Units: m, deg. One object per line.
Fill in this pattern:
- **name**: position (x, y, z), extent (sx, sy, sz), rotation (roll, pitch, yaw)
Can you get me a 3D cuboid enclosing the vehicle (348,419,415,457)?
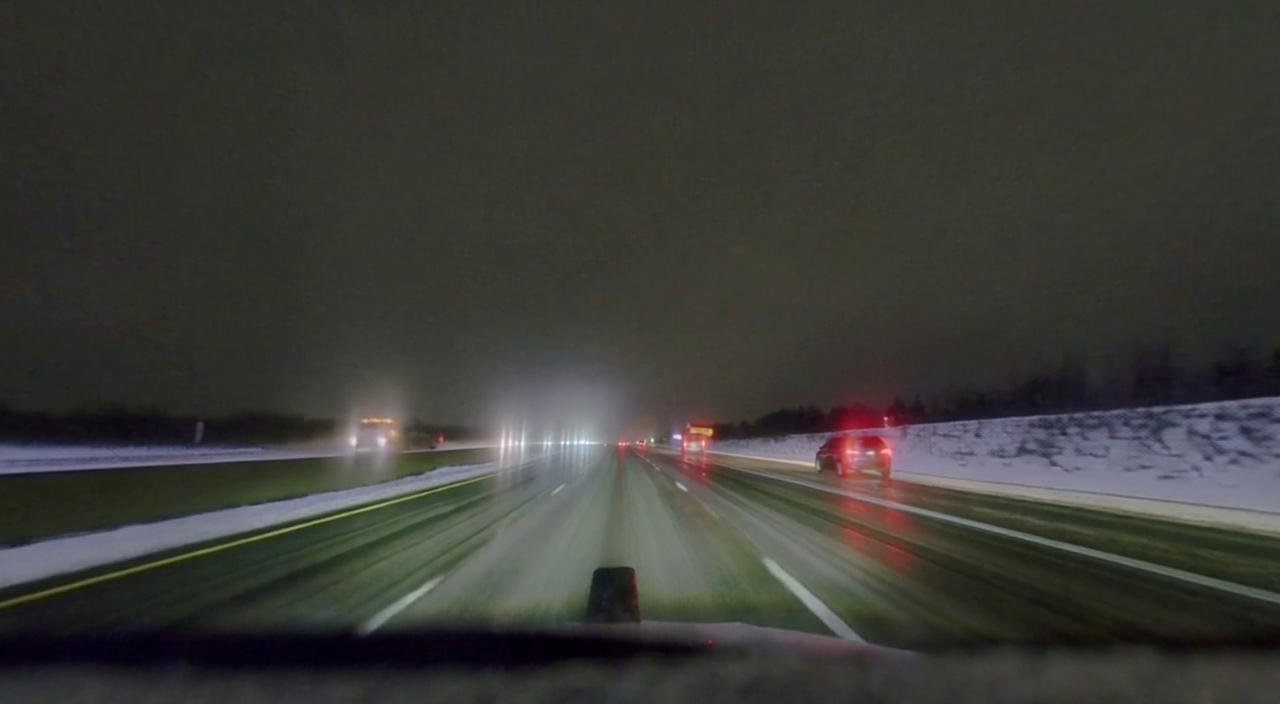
- **vehicle**: position (-17.712, 5.968, 43.484), extent (2.329, 2.433, 5.654), rotation (0, -8, -1)
